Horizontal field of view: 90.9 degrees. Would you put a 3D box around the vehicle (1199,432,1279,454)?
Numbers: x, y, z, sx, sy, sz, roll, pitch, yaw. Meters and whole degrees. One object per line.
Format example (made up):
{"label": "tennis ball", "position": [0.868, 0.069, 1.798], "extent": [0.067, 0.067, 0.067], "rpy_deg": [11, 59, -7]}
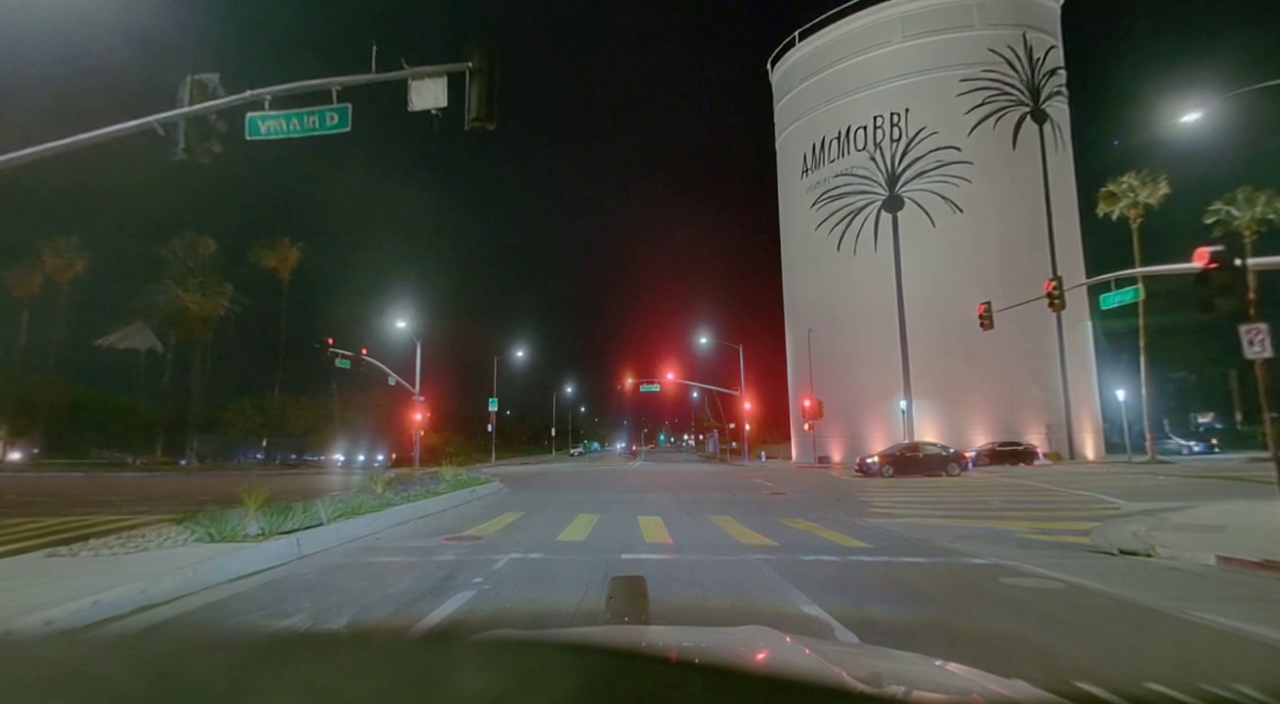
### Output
{"label": "vehicle", "position": [42.365, 6.413, 44.235], "extent": [4.437, 1.469, 1.811], "rpy_deg": [0, -8, 0]}

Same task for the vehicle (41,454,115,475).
{"label": "vehicle", "position": [-41.317, 8.248, 46.389], "extent": [3.698, 1.467, 1.779], "rpy_deg": [0, -8, 1]}

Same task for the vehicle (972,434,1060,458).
{"label": "vehicle", "position": [23.784, 5.993, 39.983], "extent": [4.423, 1.465, 1.798], "rpy_deg": [0, -8, 1]}

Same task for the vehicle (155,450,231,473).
{"label": "vehicle", "position": [-32.815, 8.031, 46.321], "extent": [4.136, 1.661, 1.857], "rpy_deg": [0, -8, 1]}

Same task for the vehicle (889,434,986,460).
{"label": "vehicle", "position": [17.164, 5.517, 36.525], "extent": [4.684, 1.461, 1.777], "rpy_deg": [0, -8, -1]}

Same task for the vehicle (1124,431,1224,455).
{"label": "vehicle", "position": [33.436, 5.693, 39.538], "extent": [4.567, 1.458, 1.791], "rpy_deg": [0, -8, 2]}

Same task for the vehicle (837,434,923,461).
{"label": "vehicle", "position": [15.270, 6.095, 40.248], "extent": [4.648, 1.665, 1.910], "rpy_deg": [0, -8, 0]}
